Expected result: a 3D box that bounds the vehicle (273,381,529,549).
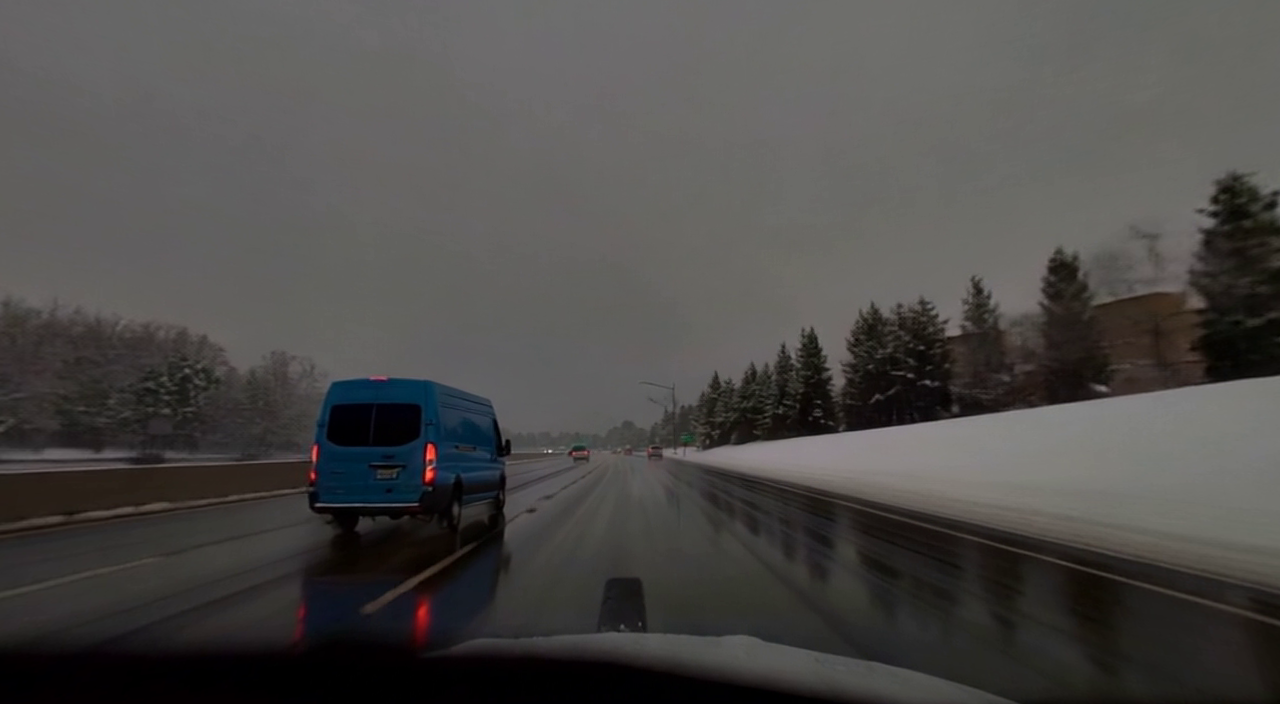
[{"bbox_3d":[-3.698,1.925,11.227,2.372,2.248,5.393,0,-9,1],"label":"vehicle"}]
